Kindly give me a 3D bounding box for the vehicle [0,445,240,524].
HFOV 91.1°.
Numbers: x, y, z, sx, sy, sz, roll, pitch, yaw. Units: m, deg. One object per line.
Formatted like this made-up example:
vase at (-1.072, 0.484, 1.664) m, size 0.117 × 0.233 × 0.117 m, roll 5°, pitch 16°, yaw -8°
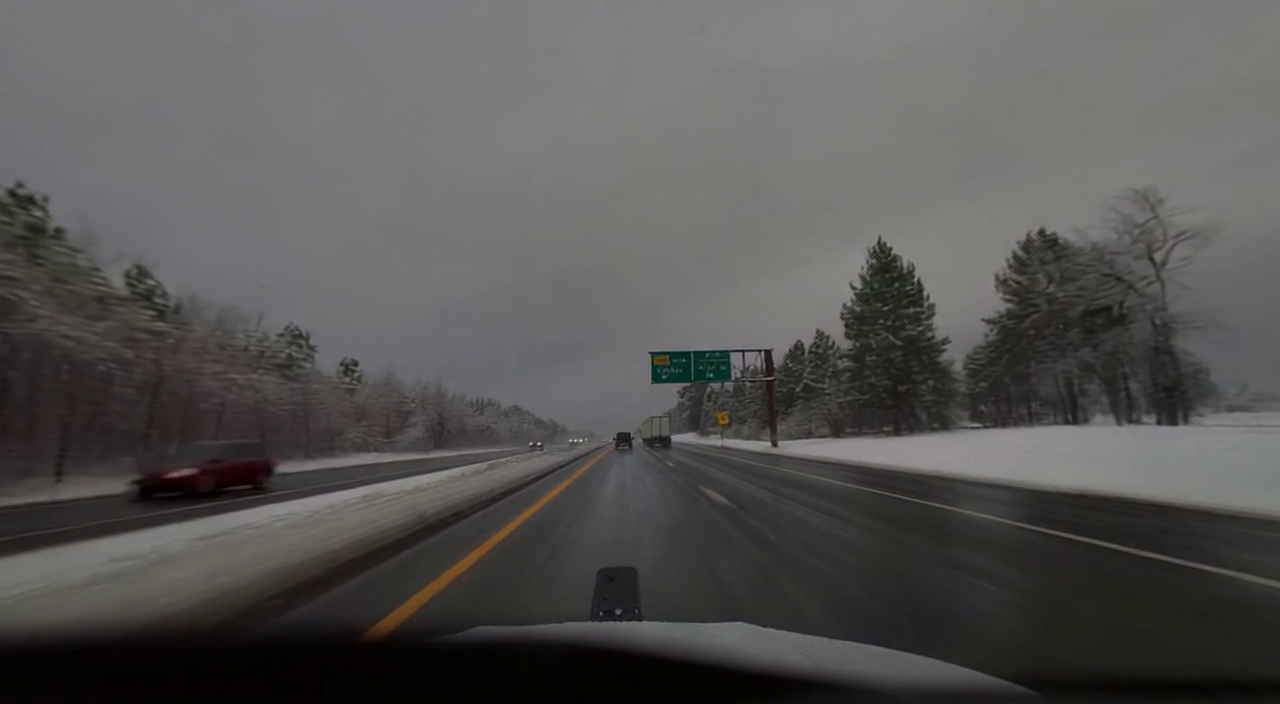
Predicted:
vehicle at (-12.275, 3.095, 15.370) m, size 1.985 × 1.544 × 4.619 m, roll 0°, pitch -8°, yaw -1°
